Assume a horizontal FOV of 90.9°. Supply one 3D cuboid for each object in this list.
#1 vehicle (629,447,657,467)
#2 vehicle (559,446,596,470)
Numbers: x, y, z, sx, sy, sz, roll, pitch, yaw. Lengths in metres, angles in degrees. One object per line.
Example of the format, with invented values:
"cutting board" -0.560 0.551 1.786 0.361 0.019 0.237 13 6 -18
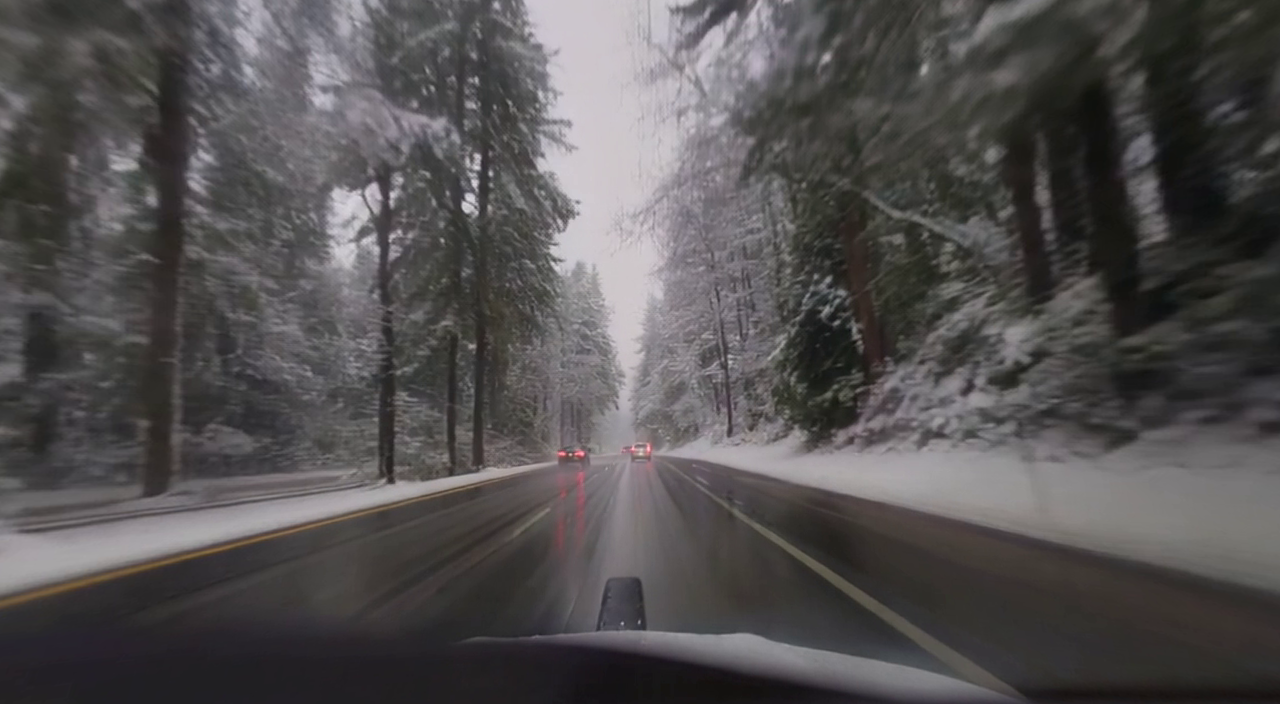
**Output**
"vehicle" 0.225 8.016 48.157 1.989 1.402 3.831 0 -9 0
"vehicle" -4.106 7.056 42.119 2.112 1.498 4.117 0 -9 -1
